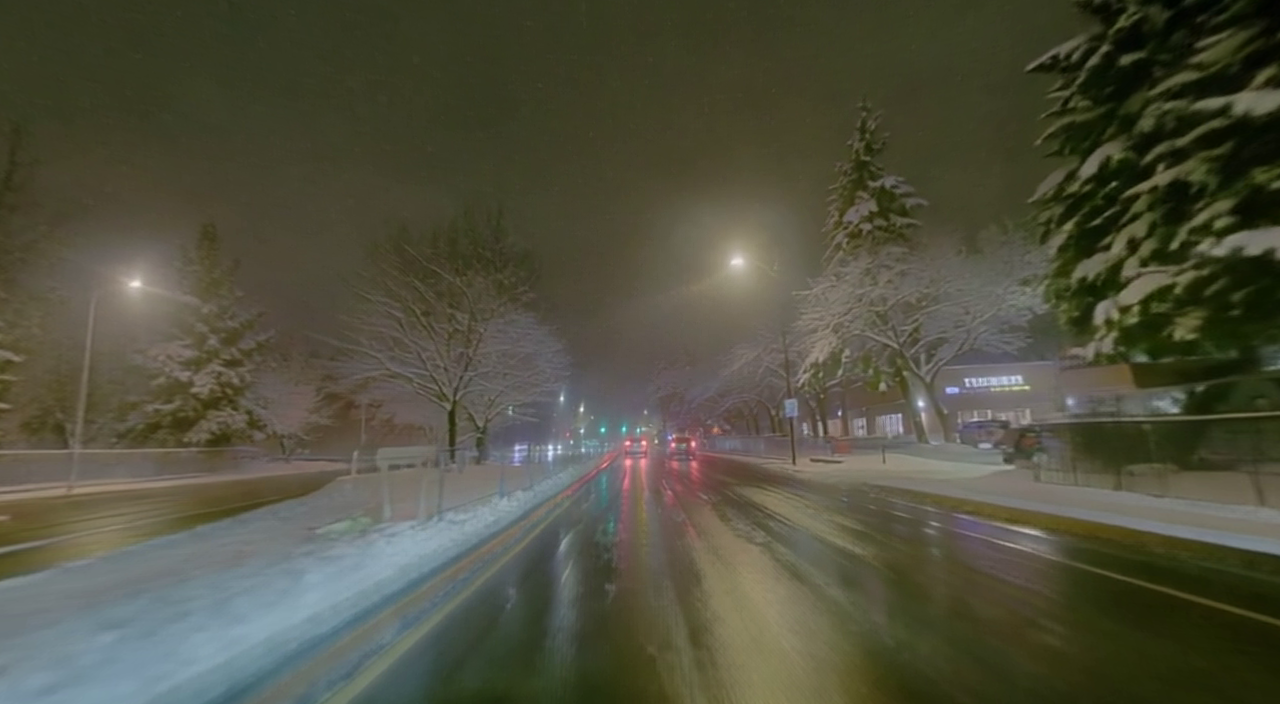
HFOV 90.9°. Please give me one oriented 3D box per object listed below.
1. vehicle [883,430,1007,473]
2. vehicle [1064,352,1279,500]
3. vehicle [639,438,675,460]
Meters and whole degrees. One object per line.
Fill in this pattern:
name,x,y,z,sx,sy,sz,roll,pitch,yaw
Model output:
vehicle,12.288,4.000,25.759,1.948,1.466,4.520,-1,-7,-15
vehicle,15.578,1.923,16.303,6.641,3.391,3.387,0,-8,-2
vehicle,1.243,6.914,44.997,1.974,1.490,4.231,-2,-9,10
